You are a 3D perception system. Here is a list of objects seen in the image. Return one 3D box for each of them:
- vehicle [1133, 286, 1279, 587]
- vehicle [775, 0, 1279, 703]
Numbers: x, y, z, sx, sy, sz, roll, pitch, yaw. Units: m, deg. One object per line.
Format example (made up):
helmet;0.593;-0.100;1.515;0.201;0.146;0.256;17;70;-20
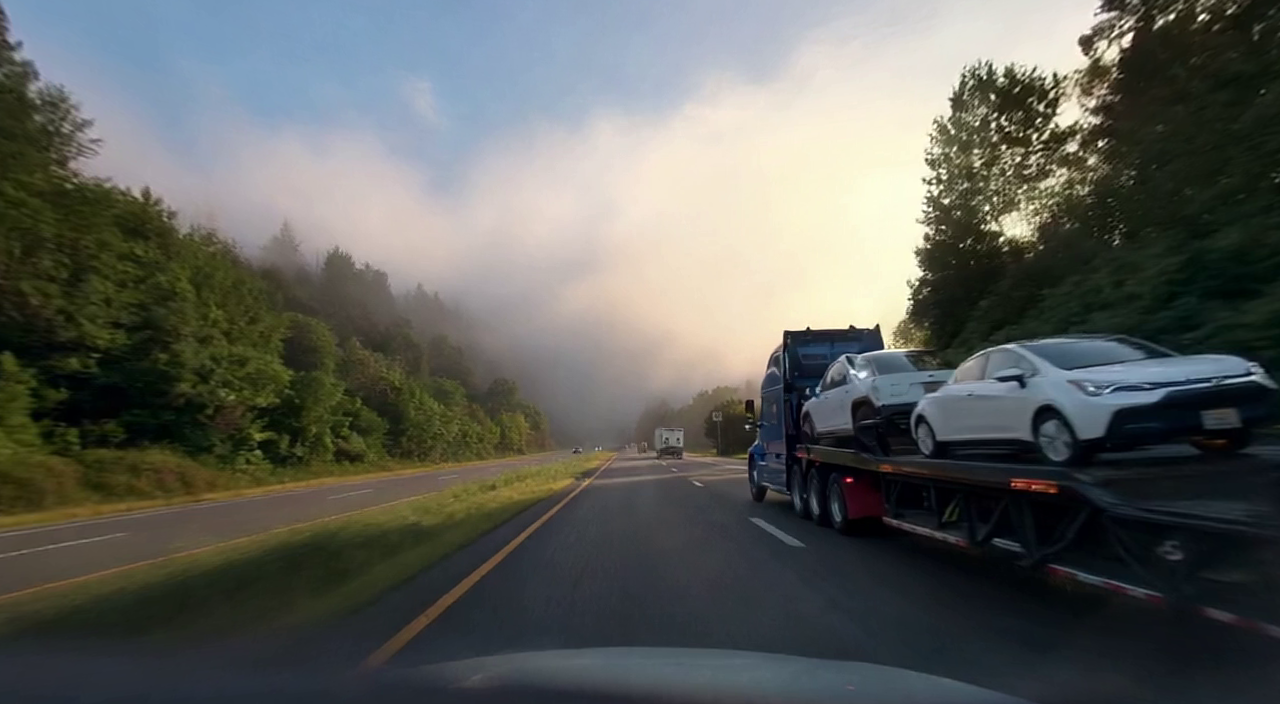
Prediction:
vehicle;4.404;0.171;2.036;2.048;1.580;4.334;-4;-10;1
vehicle;4.385;0.016;3.853;2.846;3.782;16.985;0;-8;-2
